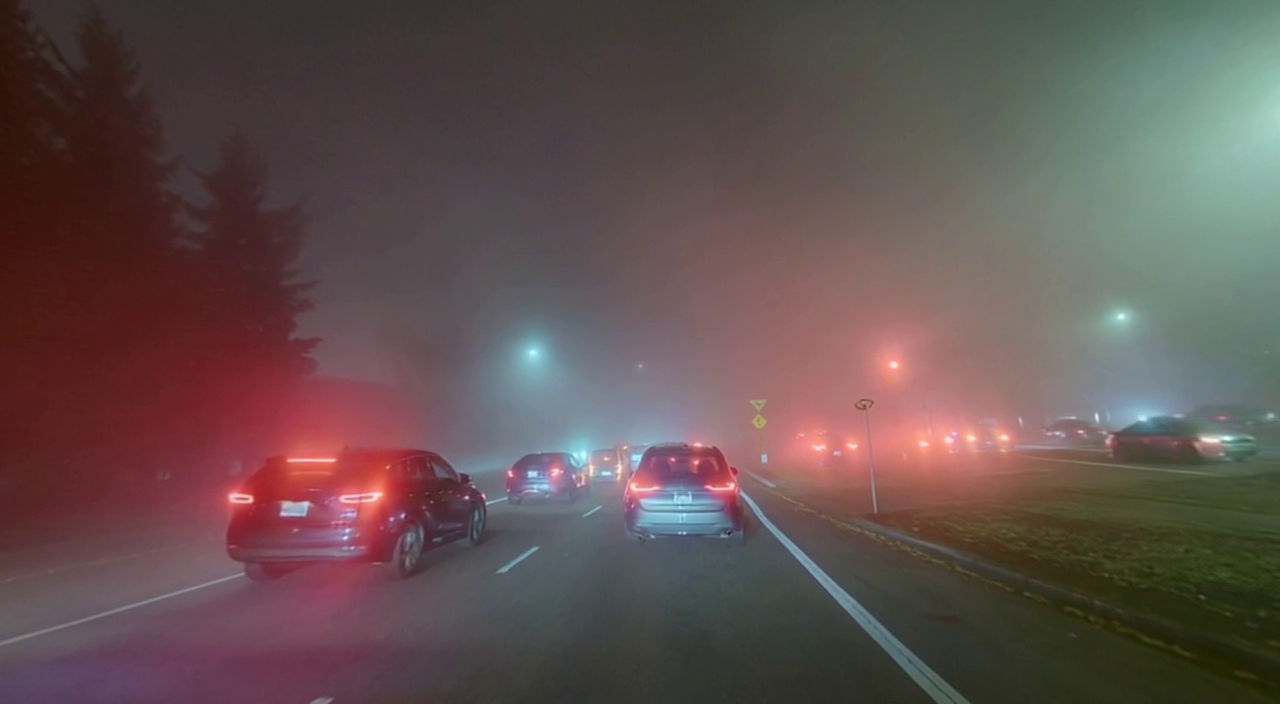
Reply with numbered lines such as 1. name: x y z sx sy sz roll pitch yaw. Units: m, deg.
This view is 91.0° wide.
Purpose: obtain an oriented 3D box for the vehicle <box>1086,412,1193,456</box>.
1. vehicle: 20.826 3.461 26.481 1.902 1.529 3.937 -7 -9 14

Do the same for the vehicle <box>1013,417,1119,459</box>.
1. vehicle: 18.169 3.737 27.104 1.803 1.518 3.893 -6 -9 2

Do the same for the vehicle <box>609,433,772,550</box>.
1. vehicle: 0.777 2.172 10.481 2.142 1.528 4.133 -1 -9 3

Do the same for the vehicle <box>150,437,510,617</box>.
1. vehicle: -3.131 1.828 7.592 1.940 1.502 4.241 -1 -9 4

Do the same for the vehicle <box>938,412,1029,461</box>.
1. vehicle: 14.846 3.761 27.559 2.288 1.933 4.612 -2 -9 14

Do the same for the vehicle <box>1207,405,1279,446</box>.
1. vehicle: 25.004 3.003 25.277 1.641 1.497 3.568 -2 -9 13

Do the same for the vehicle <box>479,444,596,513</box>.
1. vehicle: -2.435 3.139 16.160 1.870 1.490 4.187 -1 -9 6
